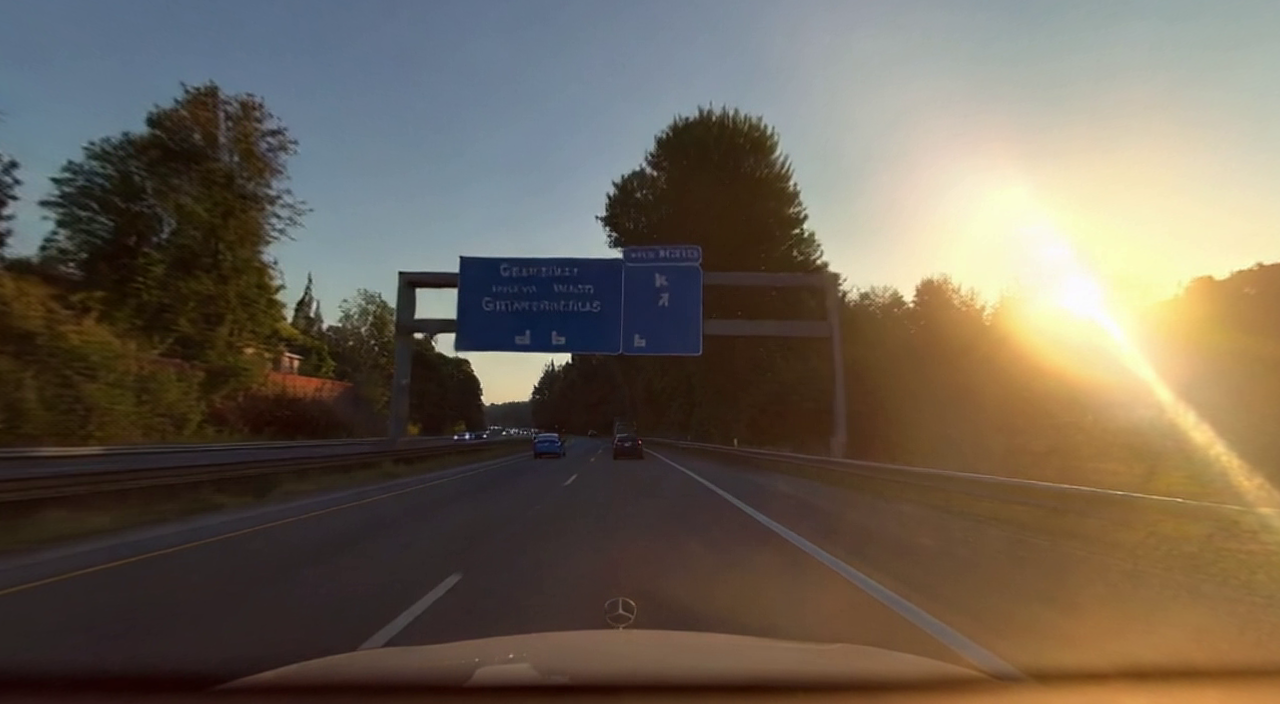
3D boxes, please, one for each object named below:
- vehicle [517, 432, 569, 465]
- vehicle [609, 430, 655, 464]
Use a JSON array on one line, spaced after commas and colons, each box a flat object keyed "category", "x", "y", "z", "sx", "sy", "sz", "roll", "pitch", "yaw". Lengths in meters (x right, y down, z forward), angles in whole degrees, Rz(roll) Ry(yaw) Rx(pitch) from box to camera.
[{"category": "vehicle", "x": -4.676, "y": 4.731, "z": 31.061, "sx": 1.975, "sy": 1.518, "sz": 4.242, "roll": 0, "pitch": -8, "yaw": -1}, {"category": "vehicle", "x": -0.463, "y": 4.779, "z": 31.906, "sx": 2.162, "sy": 1.616, "sz": 4.242, "roll": 0, "pitch": -8, "yaw": -2}]
